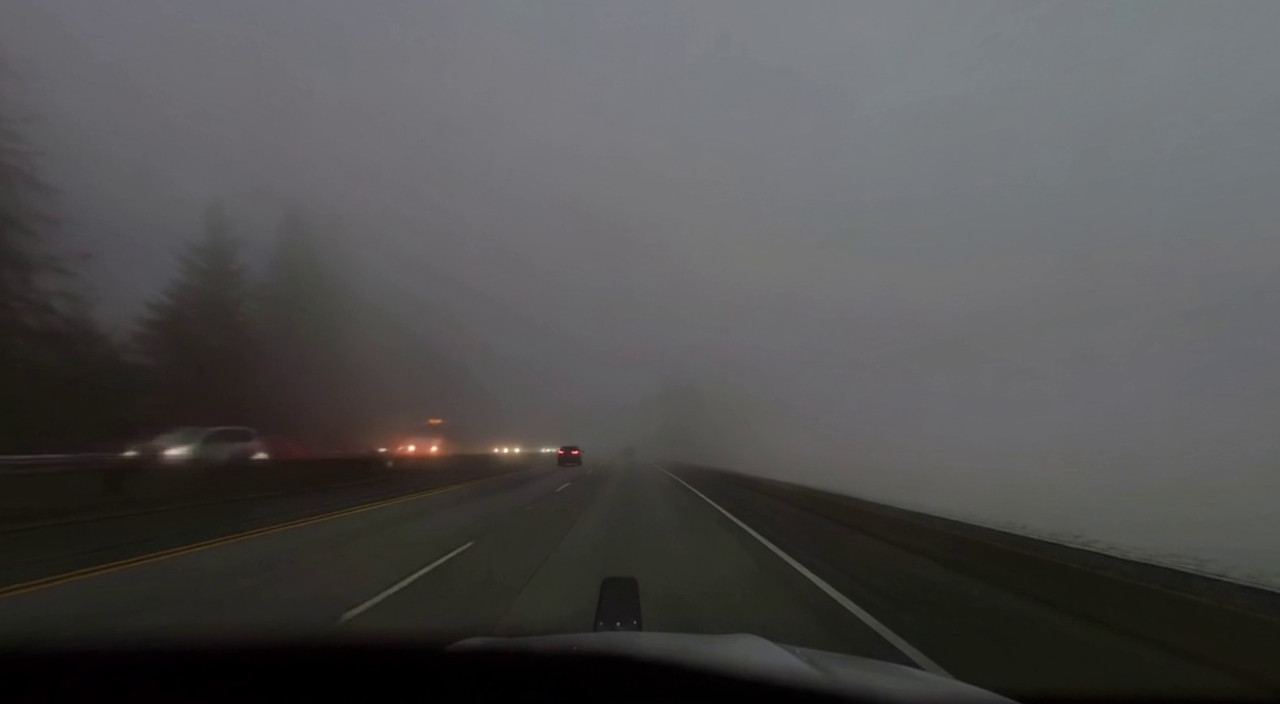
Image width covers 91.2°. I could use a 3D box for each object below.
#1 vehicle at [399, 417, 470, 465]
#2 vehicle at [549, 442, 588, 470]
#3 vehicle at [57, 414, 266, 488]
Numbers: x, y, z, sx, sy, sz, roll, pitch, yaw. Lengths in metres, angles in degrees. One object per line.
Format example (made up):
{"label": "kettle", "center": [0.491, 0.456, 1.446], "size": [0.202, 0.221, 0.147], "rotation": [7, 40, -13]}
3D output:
{"label": "vehicle", "center": [-13.284, 5.891, 41.175], "size": [2.343, 2.825, 7.354], "rotation": [0, -9, -1]}
{"label": "vehicle", "center": [-4.591, 6.712, 40.687], "size": [2.098, 1.692, 4.038], "rotation": [0, -9, -1]}
{"label": "vehicle", "center": [-12.985, 2.763, 17.554], "size": [2.025, 1.744, 4.877], "rotation": [0, -9, -1]}
